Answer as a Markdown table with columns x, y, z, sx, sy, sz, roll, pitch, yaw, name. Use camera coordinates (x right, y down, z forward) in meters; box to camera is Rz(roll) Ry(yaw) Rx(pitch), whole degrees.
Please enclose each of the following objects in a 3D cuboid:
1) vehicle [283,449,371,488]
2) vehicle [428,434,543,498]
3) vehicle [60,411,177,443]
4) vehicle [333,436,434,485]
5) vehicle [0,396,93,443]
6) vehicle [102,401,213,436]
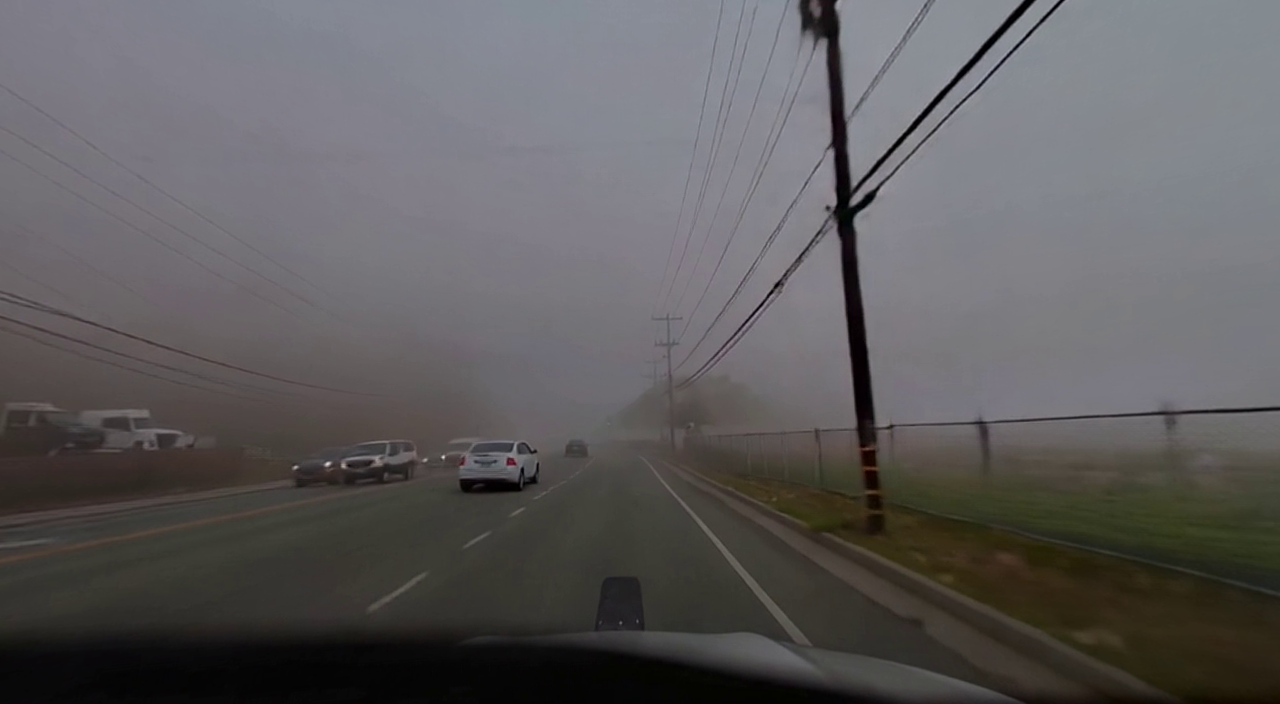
| x | y | z | sx | sy | sz | roll | pitch | yaw | name |
| --- | --- | --- | --- | --- | --- | --- | --- | --- | --- |
| -14.637 | 5.427 | 29.748 | 2.081 | 1.515 | 4.307 | -3 | -8 | -2 | vehicle |
| -4.022 | 3.046 | 17.273 | 2.020 | 1.489 | 4.469 | 0 | -8 | 0 | vehicle |
| -24.967 | 3.620 | 30.274 | 3.898 | 1.463 | 1.839 | 1 | -8 | -2 | vehicle |
| -10.633 | 4.520 | 26.570 | 2.206 | 1.845 | 4.917 | 1 | -8 | -1 | vehicle |
| -24.873 | 2.656 | 24.714 | 4.635 | 1.737 | 2.146 | 1 | -8 | -4 | vehicle |
| -24.584 | 3.427 | 32.198 | 3.949 | 1.754 | 2.074 | 0 | -7 | 0 | vehicle |
